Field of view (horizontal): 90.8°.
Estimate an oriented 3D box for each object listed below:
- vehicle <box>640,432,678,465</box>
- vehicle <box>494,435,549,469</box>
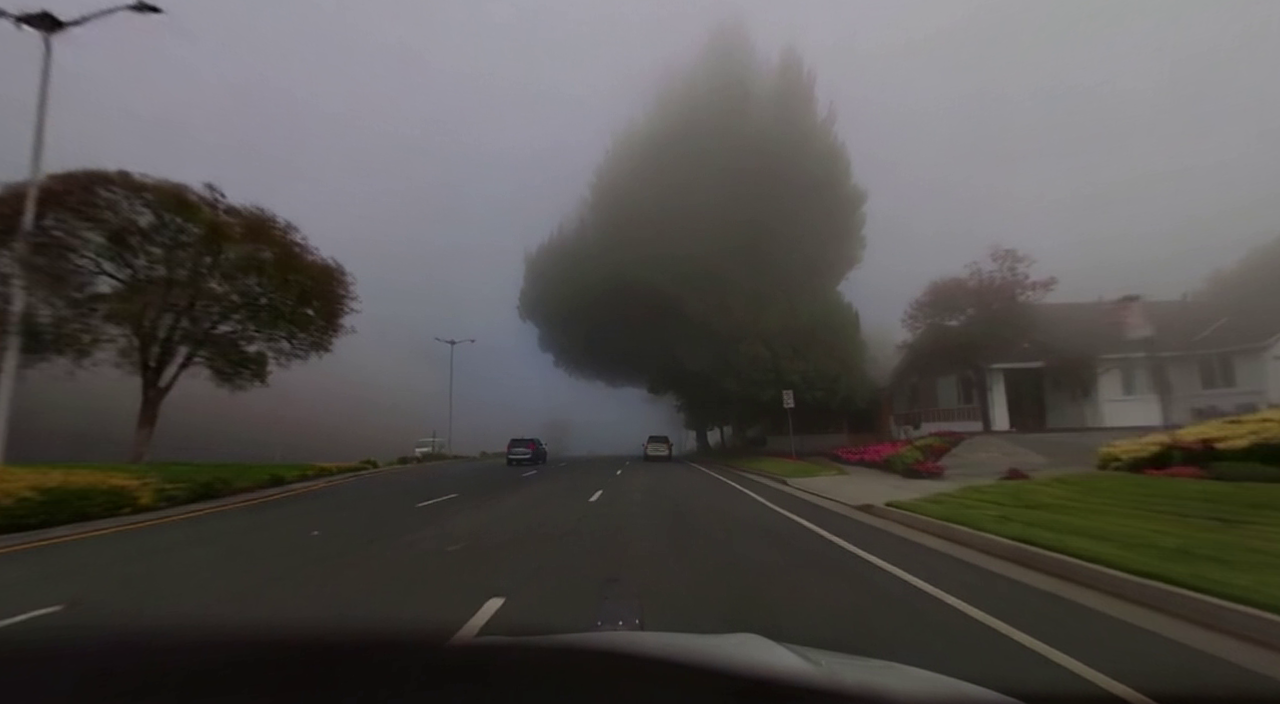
[{"bbox_3d":[1.066,5.633,37.058,2.070,1.764,4.552,0,-8,1],"label":"vehicle"},{"bbox_3d":[-6.222,5.284,33.714,1.993,1.657,4.487,-1,-8,2],"label":"vehicle"}]
